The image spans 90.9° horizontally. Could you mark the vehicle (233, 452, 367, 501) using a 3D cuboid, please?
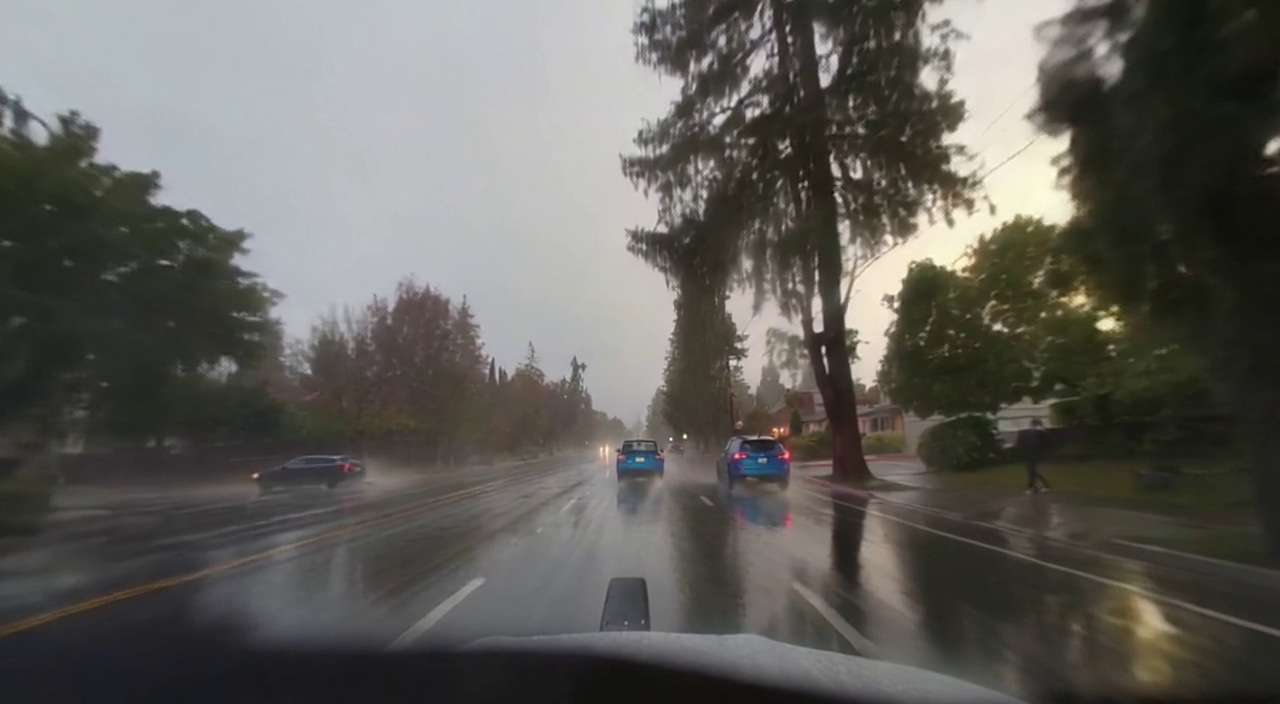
[{"bbox_3d":[-13.383,4.906,24.979,4.296,1.611,1.942,-4,-9,5],"label":"vehicle"}]

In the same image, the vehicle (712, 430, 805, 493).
[{"bbox_3d":[3.534,3.379,19.760,2.024,1.711,4.512,0,-8,0],"label":"vehicle"}]

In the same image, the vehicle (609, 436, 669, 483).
[{"bbox_3d":[-0.033,4.203,24.952,2.200,1.653,4.127,0,-8,0],"label":"vehicle"}]

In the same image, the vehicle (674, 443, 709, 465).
[{"bbox_3d":[3.570,7.162,44.320,2.099,1.463,4.130,0,-8,-1],"label":"vehicle"}]
